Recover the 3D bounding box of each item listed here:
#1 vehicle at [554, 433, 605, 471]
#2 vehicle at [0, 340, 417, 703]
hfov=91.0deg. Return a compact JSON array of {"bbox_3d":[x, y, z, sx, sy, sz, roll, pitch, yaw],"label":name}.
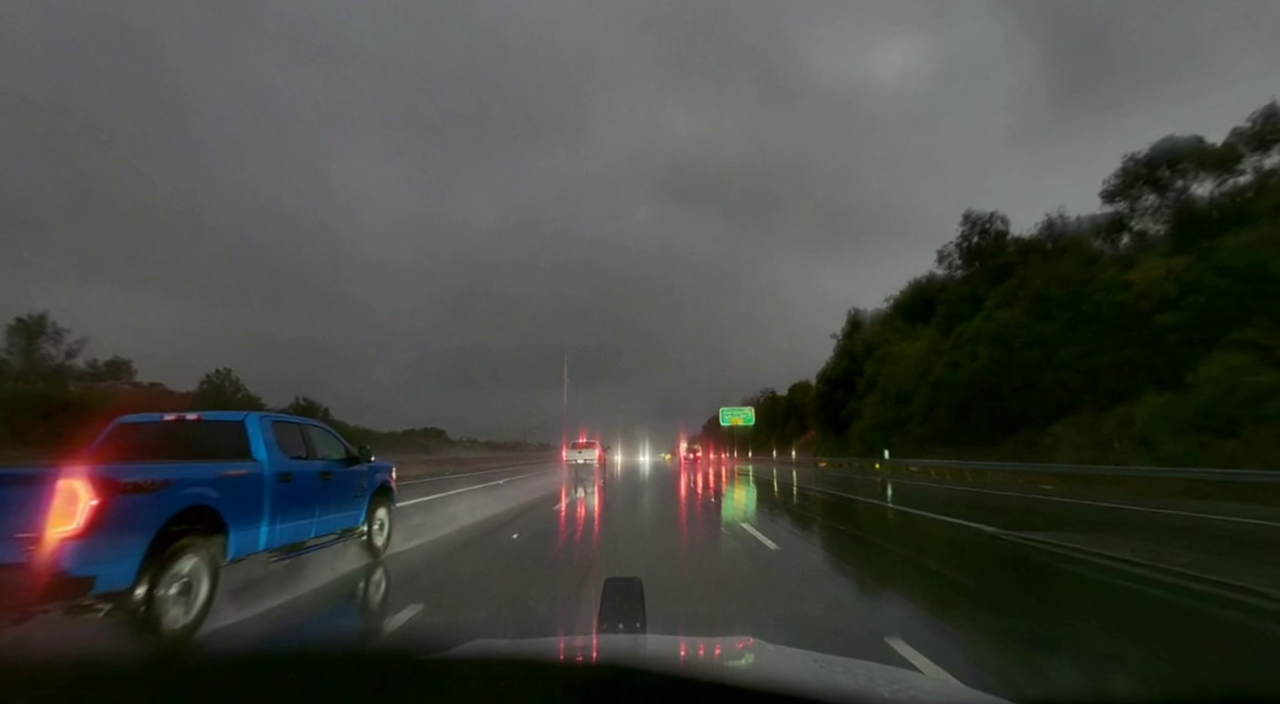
[{"bbox_3d":[-3.712,6.332,39.987,2.496,2.203,6.317,0,-9,1],"label":"vehicle"},{"bbox_3d":[-4.260,1.276,5.779,2.285,1.853,5.564,0,-9,1],"label":"vehicle"}]
